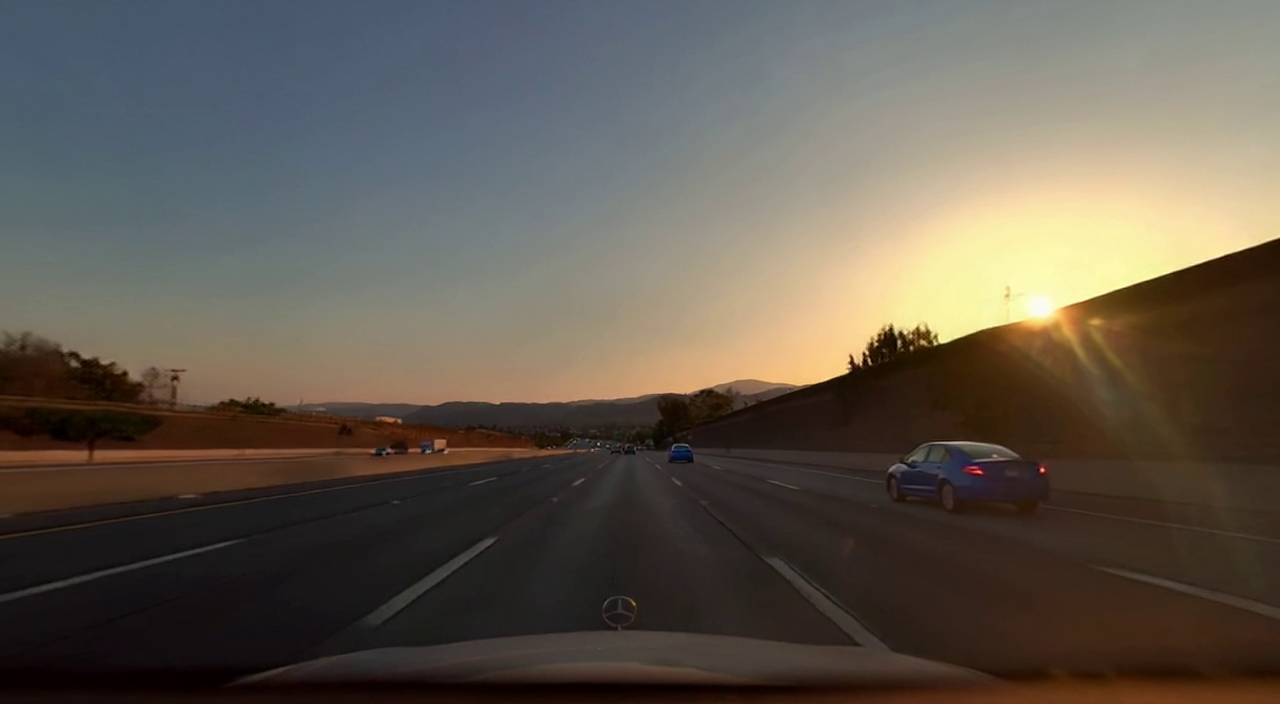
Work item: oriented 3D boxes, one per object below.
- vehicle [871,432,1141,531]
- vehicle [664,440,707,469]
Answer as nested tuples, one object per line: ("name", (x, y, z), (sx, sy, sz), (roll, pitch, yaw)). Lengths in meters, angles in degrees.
("vehicle", (6.690, 2.408, 12.493), (2.227, 1.522, 5.041), (0, -8, -1))
("vehicle", (2.675, 6.160, 38.085), (2.270, 1.615, 3.770), (0, -8, -1))
